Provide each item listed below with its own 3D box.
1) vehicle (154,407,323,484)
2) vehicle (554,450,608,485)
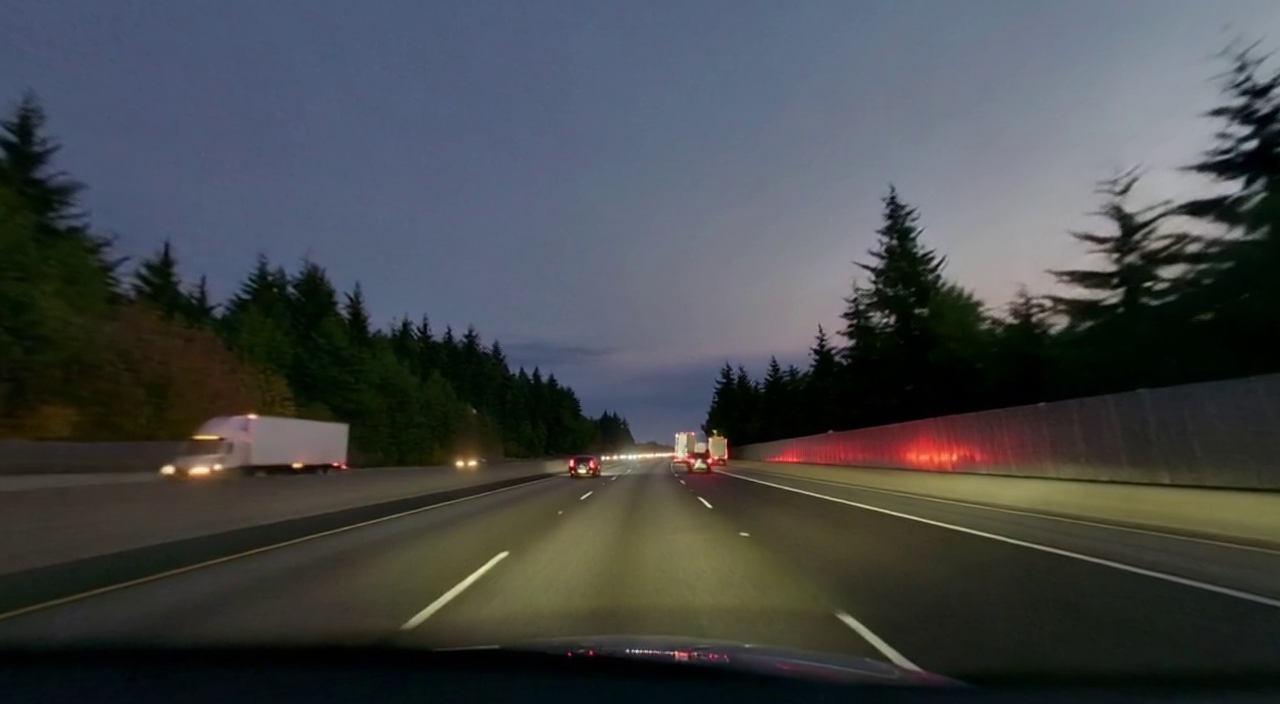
[{"bbox_3d":[-21.568,5.197,34.828,2.929,3.616,9.320,0,-9,2],"label":"vehicle"},{"bbox_3d":[-2.699,5.402,29.753,2.035,1.513,4.272,0,-9,2],"label":"vehicle"}]
